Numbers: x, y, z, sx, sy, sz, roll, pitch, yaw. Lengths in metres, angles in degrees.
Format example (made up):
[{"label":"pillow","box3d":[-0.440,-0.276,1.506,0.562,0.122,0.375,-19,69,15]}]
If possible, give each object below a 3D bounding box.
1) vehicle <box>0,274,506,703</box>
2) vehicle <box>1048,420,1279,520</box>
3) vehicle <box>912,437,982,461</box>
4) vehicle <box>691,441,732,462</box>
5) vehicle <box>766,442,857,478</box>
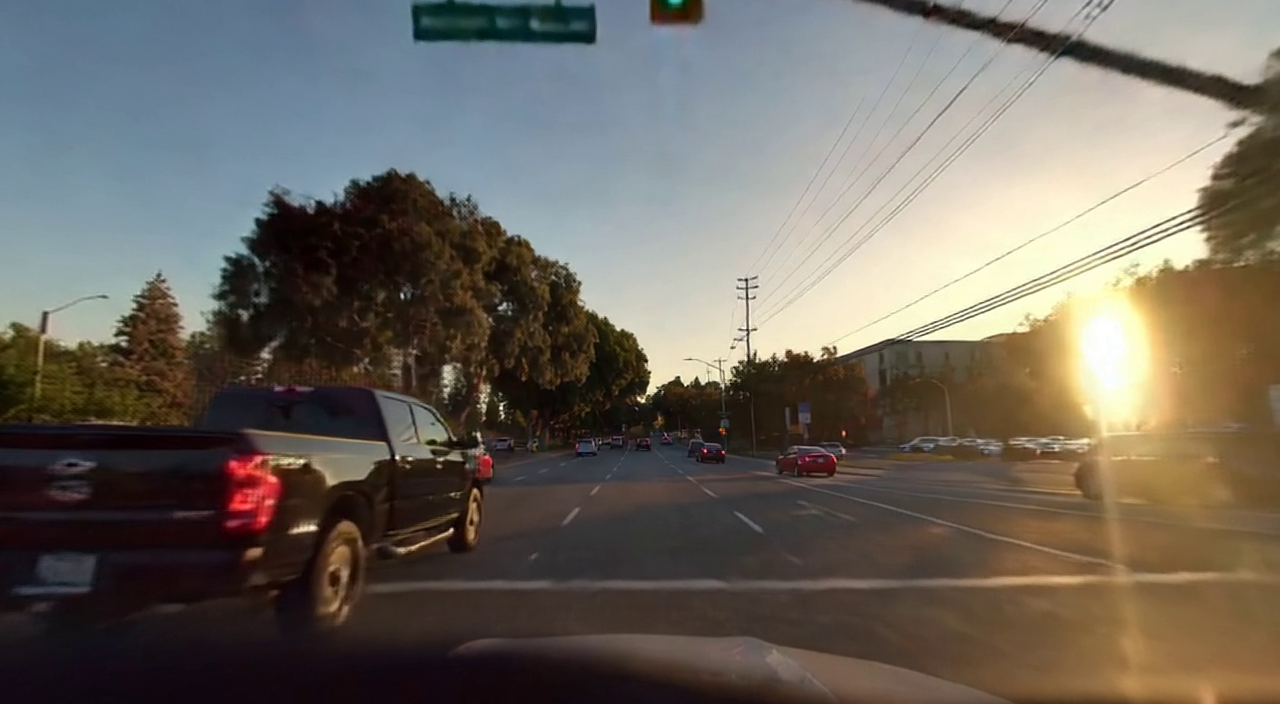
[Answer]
[{"label":"vehicle","box3d":[-3.071,1.112,5.516,2.467,1.991,6.089,0,-8,0]},{"label":"vehicle","box3d":[11.554,2.310,12.698,2.150,1.735,5.106,4,-10,-28]},{"label":"vehicle","box3d":[21.998,6.978,45.472,1.860,1.597,4.261,3,-9,-23]},{"label":"vehicle","box3d":[4.994,7.048,44.896,2.071,1.435,4.226,1,-9,-5]},{"label":"vehicle","box3d":[7.442,4.710,27.902,1.840,1.428,4.602,2,-9,-14]}]
